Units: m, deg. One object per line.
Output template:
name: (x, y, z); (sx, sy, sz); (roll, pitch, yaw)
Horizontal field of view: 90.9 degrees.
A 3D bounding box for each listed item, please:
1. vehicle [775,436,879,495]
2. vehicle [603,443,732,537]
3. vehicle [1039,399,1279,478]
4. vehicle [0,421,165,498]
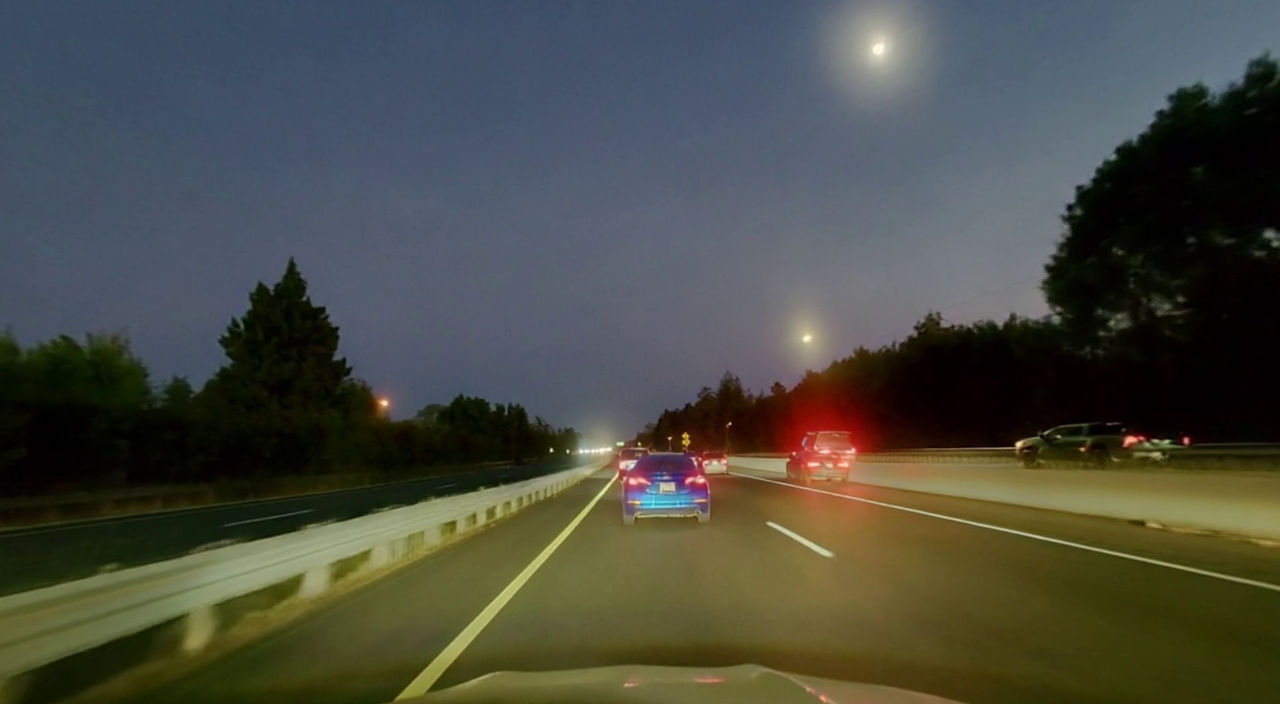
vehicle: (6.379, 3.936, 22.167); (2.177, 1.827, 4.565); (0, -9, -1)
vehicle: (0.423, 2.535, 12.126); (2.076, 1.485, 3.774); (0, -9, -1)
vehicle: (31.592, 5.530, 39.248); (2.822, 3.996, 14.073); (1, -9, -7)
vehicle: (-33.472, 6.448, 38.398); (2.902, 3.981, 7.819); (-3, -8, 0)
